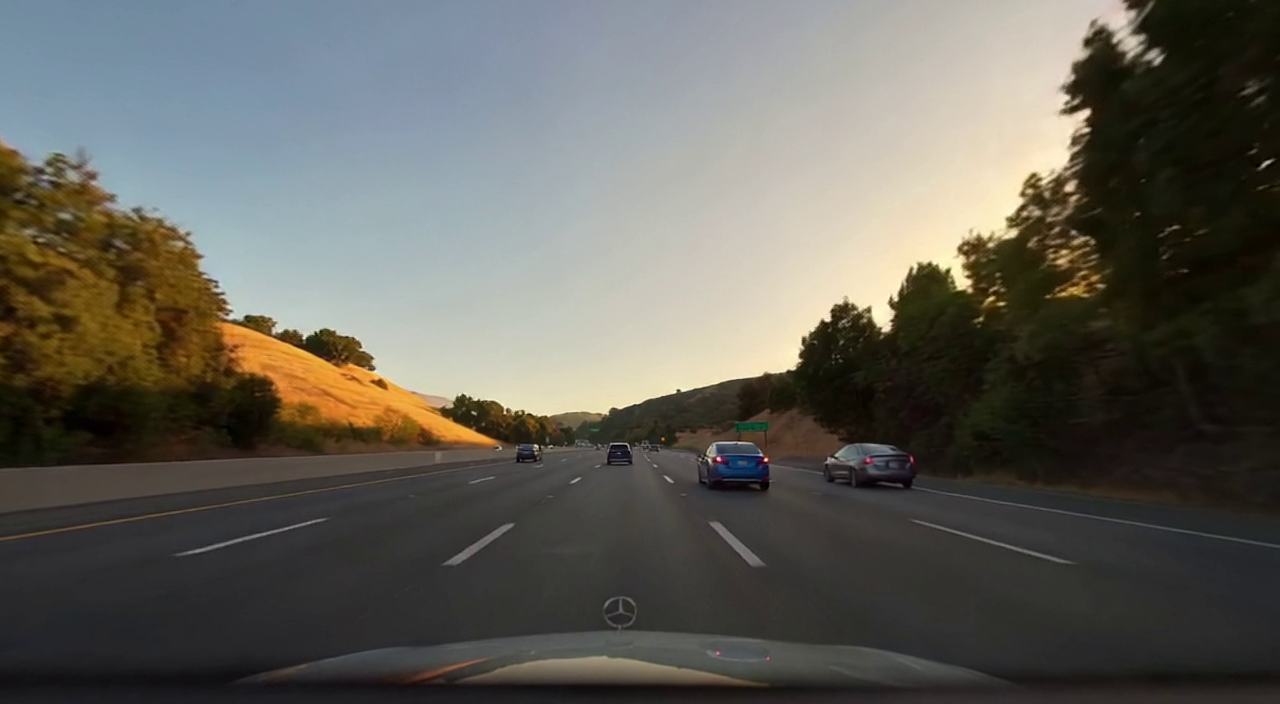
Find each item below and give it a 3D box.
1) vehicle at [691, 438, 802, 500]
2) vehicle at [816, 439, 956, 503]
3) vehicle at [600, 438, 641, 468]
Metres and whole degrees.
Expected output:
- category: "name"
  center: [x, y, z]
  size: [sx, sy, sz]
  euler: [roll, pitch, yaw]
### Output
- category: "vehicle"
  center: [2.800, 3.212, 17.844]
  size: [2.120, 1.492, 4.734]
  euler: [0, -8, -3]
- category: "vehicle"
  center: [6.366, 3.104, 16.968]
  size: [1.845, 1.452, 4.352]
  euler: [0, -8, -2]
- category: "vehicle"
  center: [-1.152, 6.016, 37.768]
  size: [2.277, 1.675, 4.023]
  euler: [0, -8, -2]
